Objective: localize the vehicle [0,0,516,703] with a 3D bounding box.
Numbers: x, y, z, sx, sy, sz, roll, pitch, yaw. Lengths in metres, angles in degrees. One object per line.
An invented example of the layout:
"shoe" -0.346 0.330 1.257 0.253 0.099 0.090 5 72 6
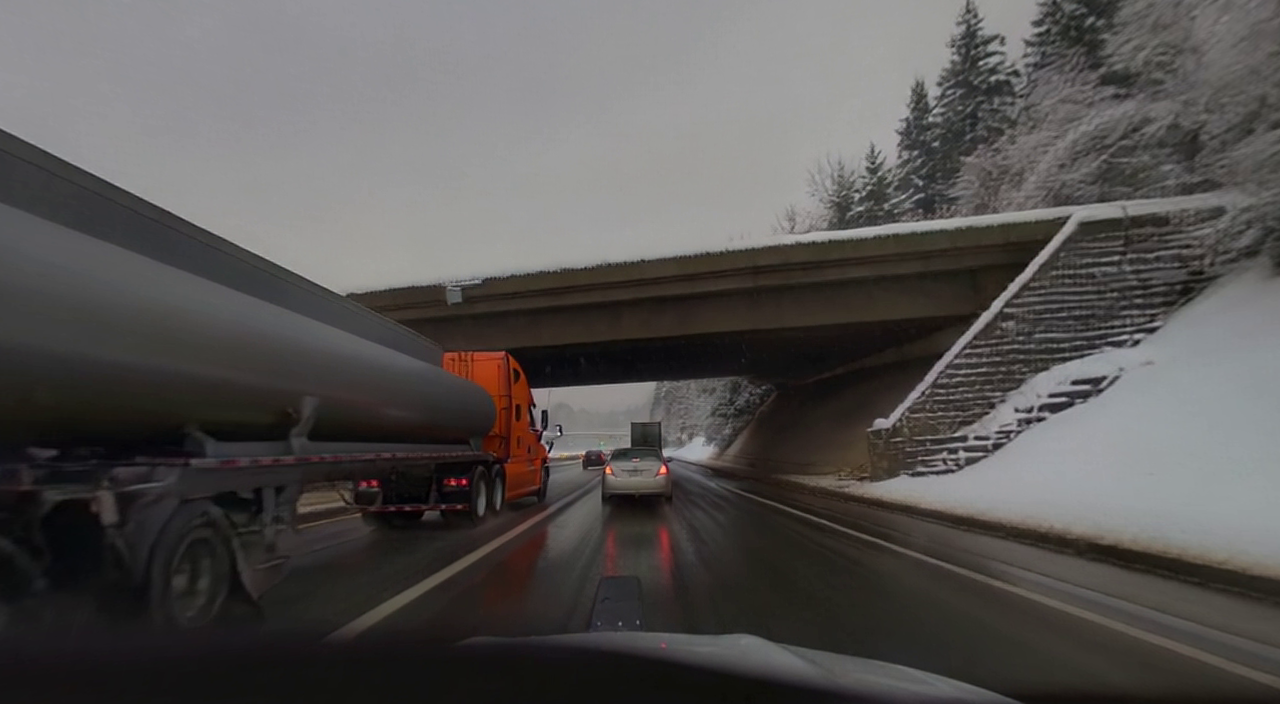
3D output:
"vehicle" -4.291 0.537 6.407 2.896 3.563 14.643 0 -9 1

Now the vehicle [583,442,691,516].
"vehicle" -0.036 2.932 15.076 2.215 1.481 4.246 0 -9 1
